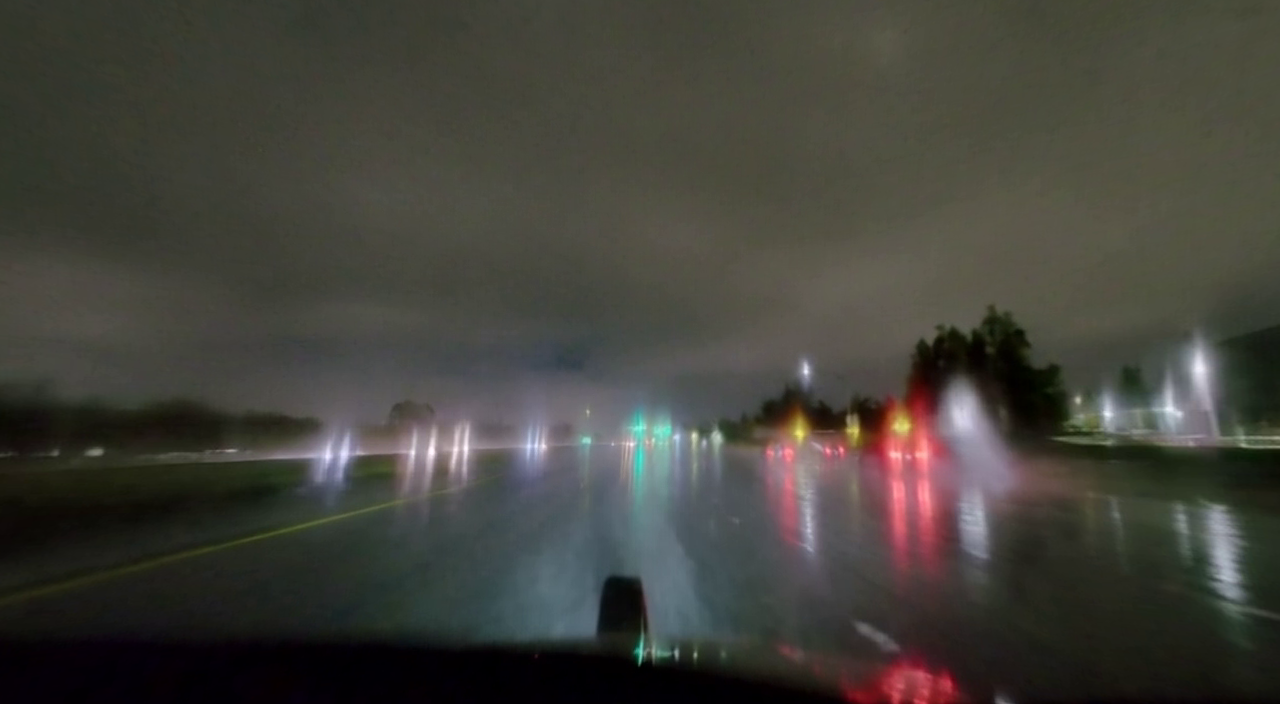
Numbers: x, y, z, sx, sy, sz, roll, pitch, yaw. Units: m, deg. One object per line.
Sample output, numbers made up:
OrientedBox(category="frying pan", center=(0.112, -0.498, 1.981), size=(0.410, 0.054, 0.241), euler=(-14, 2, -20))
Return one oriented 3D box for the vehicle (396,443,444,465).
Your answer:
OrientedBox(category="vehicle", center=(-15.966, 7.400, 45.982), size=(1.855, 1.473, 4.456), euler=(0, -8, 1))
